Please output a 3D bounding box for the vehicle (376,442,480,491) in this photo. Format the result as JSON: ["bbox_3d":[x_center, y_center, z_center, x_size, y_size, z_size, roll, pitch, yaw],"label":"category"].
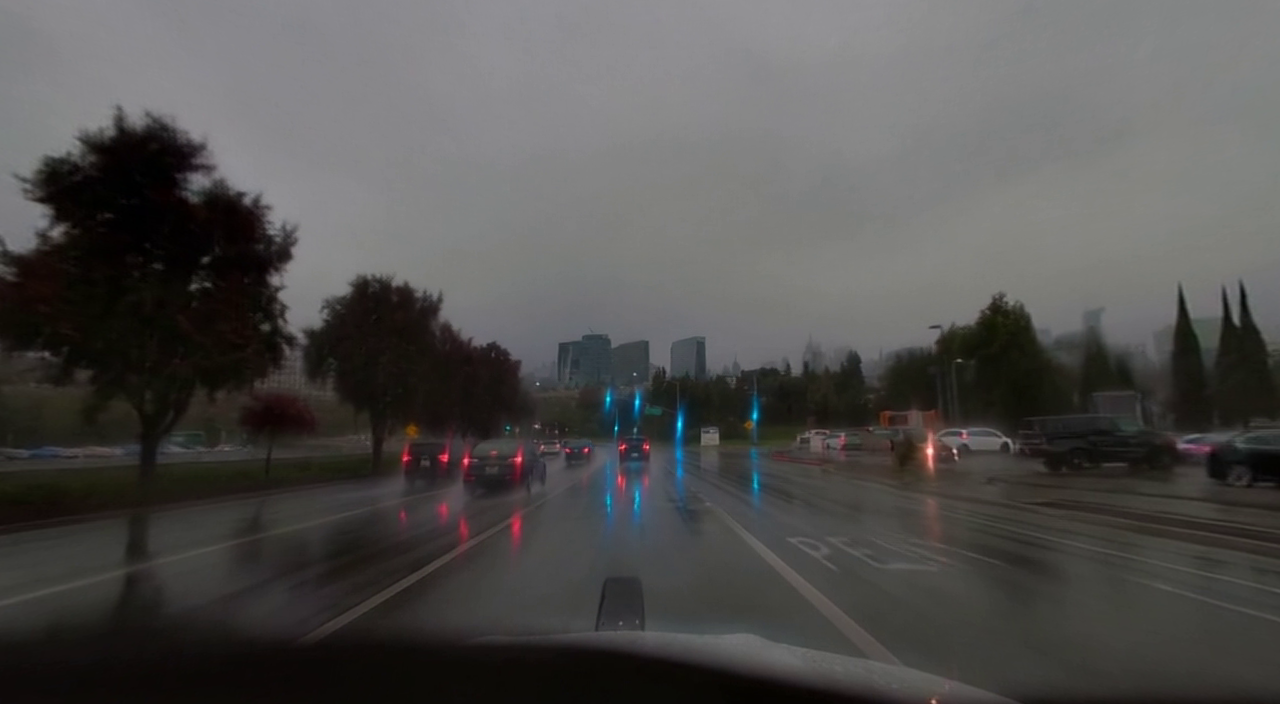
[{"bbox_3d":[-6.948,3.771,21.283,1.852,1.458,4.422,-1,-8,2],"label":"vehicle"}]

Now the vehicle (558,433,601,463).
[{"bbox_3d":[-3.733,6.002,39.496,2.144,1.732,4.279,0,-8,2],"label":"vehicle"}]

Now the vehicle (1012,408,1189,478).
[{"bbox_3d":[14.950,2.940,20.490,5.394,1.994,2.228,4,-9,-26],"label":"vehicle"}]

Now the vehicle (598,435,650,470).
[{"bbox_3d":[-0.709,4.689,29.722,2.231,1.481,4.489,0,-8,0],"label":"vehicle"}]

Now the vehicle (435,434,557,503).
[{"bbox_3d":[-3.425,2.870,16.005,1.920,1.480,4.549,0,-8,1],"label":"vehicle"}]
